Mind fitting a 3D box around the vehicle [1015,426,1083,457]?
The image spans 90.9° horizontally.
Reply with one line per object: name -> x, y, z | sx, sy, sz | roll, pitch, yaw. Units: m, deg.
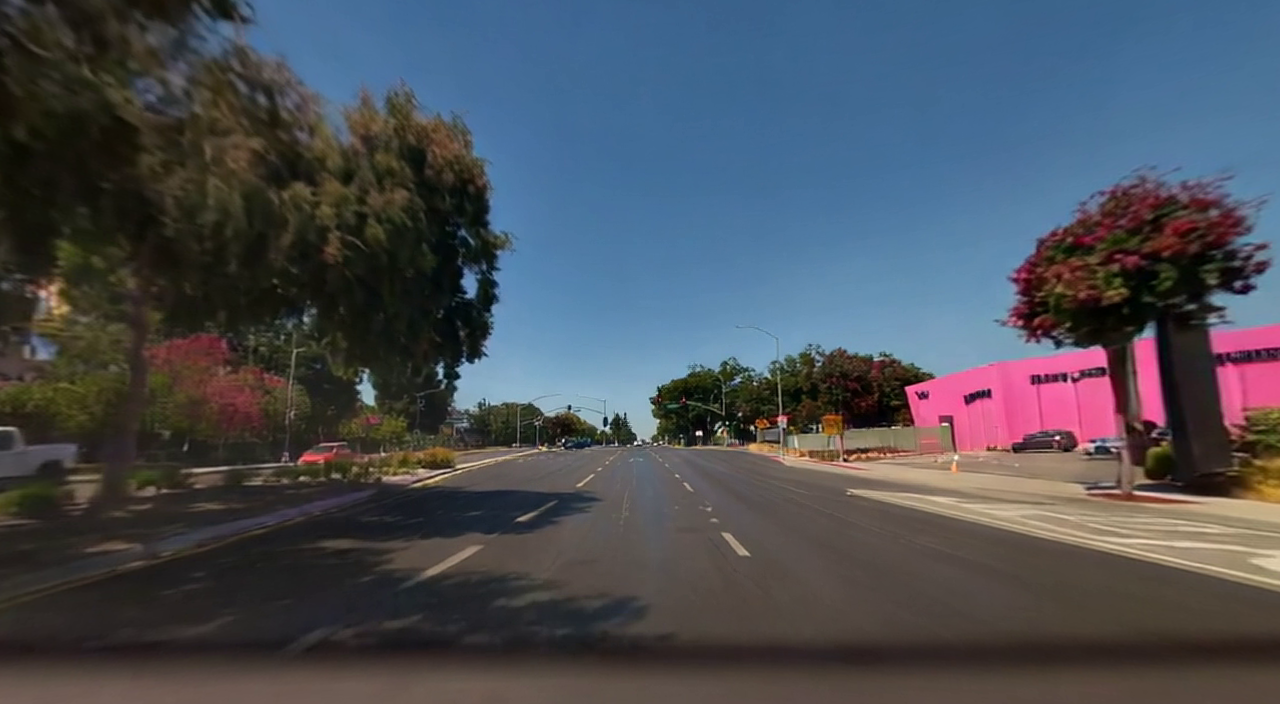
vehicle -> 23.295, 5.129, 36.058 | 1.815, 1.618, 4.383 | -2, -9, 13

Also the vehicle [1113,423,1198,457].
vehicle -> 28.325, 4.843, 34.802 | 1.887, 1.701, 4.090 | -3, -8, 13

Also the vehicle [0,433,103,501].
vehicle -> -18.297, 3.119, 17.117 | 2.204, 1.821, 5.864 | 0, -8, 0

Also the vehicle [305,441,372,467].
vehicle -> -18.711, 6.318, 39.325 | 1.974, 1.501, 4.235 | -1, -8, 2

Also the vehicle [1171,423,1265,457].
vehicle -> 30.872, 4.700, 33.824 | 1.900, 1.688, 3.880 | -3, -8, 12
